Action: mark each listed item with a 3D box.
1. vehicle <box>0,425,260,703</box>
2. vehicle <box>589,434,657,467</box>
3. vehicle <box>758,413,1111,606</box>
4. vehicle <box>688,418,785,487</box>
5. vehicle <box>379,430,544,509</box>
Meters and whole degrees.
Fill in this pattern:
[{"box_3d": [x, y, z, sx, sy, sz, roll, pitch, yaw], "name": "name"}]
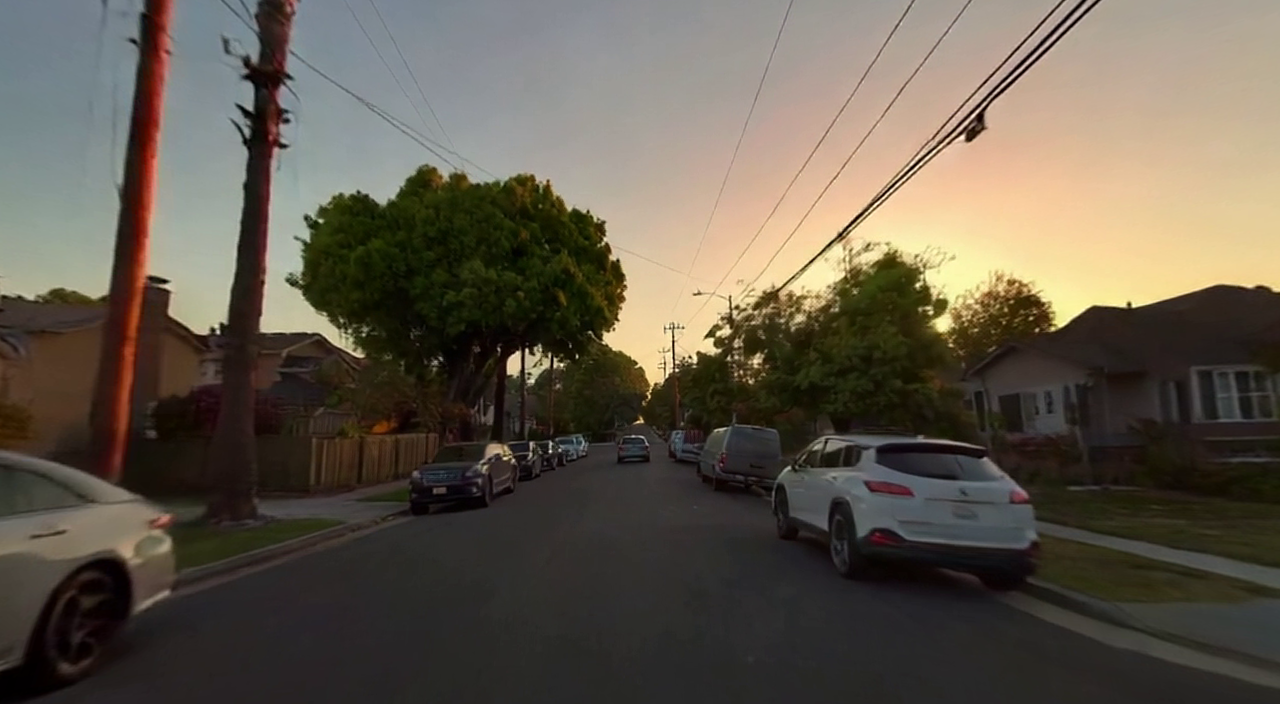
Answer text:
[{"box_3d": [-4.135, 1.097, 2.789, 1.769, 1.551, 5.040, 0, -8, 0], "name": "vehicle"}, {"box_3d": [-0.960, 4.886, 31.490, 2.081, 1.483, 4.599, 3, -9, -19], "name": "vehicle"}, {"box_3d": [2.935, 1.681, 7.749, 2.060, 1.614, 4.652, 0, -8, 0], "name": "vehicle"}, {"box_3d": [2.991, 3.292, 20.991, 2.292, 1.981, 5.277, 0, -8, -1], "name": "vehicle"}, {"box_3d": [-3.935, 2.716, 15.168, 2.130, 1.543, 5.386, -1, -8, 3], "name": "vehicle"}]
